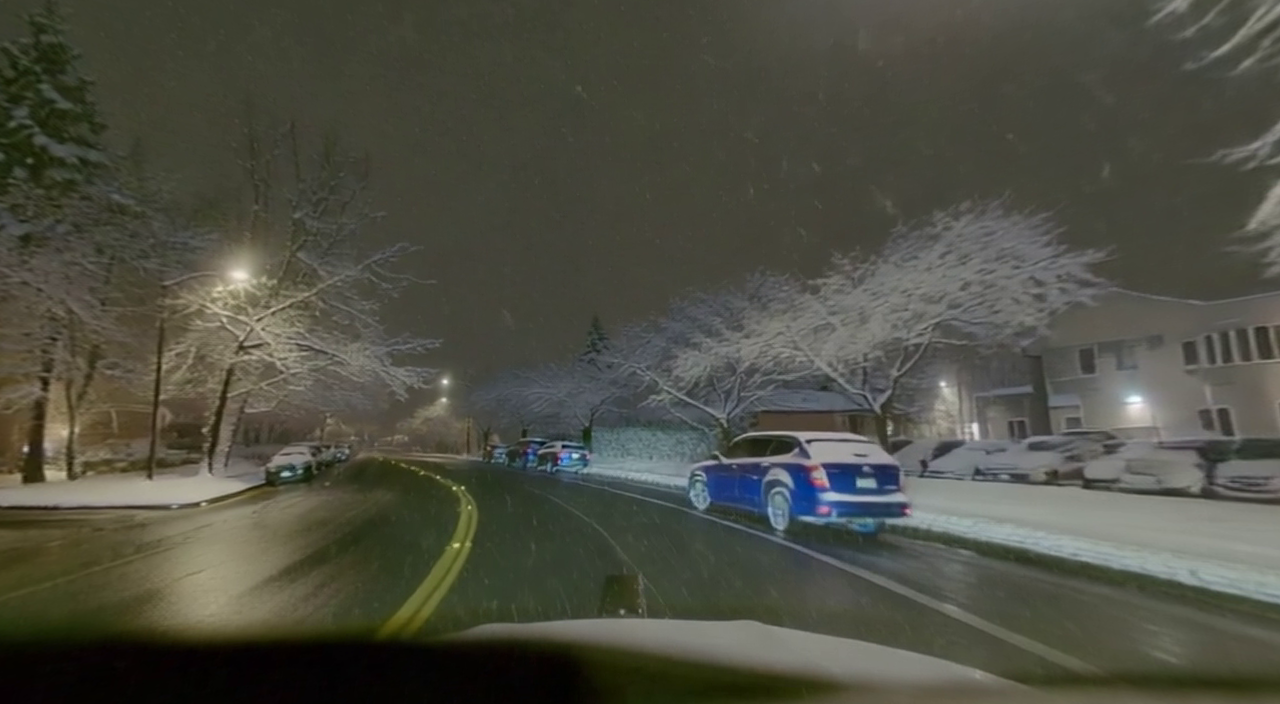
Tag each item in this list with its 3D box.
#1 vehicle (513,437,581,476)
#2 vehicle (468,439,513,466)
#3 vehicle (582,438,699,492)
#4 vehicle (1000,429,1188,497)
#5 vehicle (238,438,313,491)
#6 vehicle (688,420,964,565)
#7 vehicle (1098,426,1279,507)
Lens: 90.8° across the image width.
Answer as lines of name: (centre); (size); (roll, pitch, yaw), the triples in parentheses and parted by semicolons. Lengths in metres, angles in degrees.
vehicle: (-4.653, 5.050, 30.919); (2.055, 1.731, 4.686); (4, -9, -24)
vehicle: (-10.860, 7.224, 45.601); (2.137, 1.814, 5.303); (4, -9, -24)
vehicle: (-0.129, 3.571, 20.516); (2.053, 1.519, 4.611); (4, -9, -24)
vehicle: (11.468, 2.747, 16.005); (3.974, 1.528, 2.085); (4, -9, -25)
vehicle: (-15.212, 4.638, 26.681); (2.154, 1.870, 5.118); (0, -7, -24)
vehicle: (2.731, 2.117, 10.958); (2.042, 1.817, 5.202); (2, -6, -17)
vehicle: (12.449, 2.400, 13.580); (4.433, 1.513, 2.001); (3, -9, -21)
